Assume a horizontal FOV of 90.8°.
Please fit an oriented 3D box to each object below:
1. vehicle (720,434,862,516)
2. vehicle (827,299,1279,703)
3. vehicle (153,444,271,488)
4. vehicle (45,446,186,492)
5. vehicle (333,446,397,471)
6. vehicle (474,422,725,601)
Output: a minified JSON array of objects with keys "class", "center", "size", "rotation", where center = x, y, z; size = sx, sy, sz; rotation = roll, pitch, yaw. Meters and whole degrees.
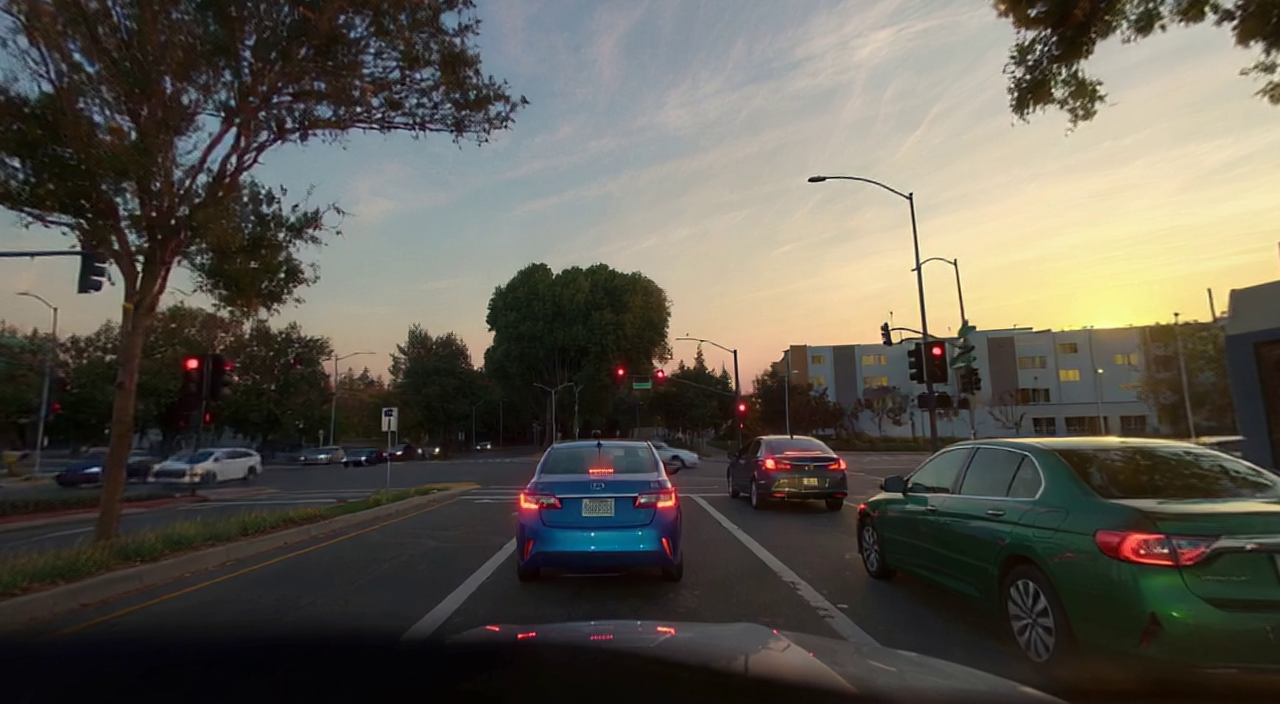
[{"class":"vehicle","center":[3.160,2.677,14.322],"size":[2.026,1.549,4.559],"rotation":[0,-8,-1]},{"class":"vehicle","center":[3.582,1.106,5.067],"size":[2.572,1.945,5.065],"rotation":[0,-8,0]},{"class":"vehicle","center":[-17.990,4.774,26.844],"size":[1.976,1.667,4.274],"rotation":[0,-8,1]},{"class":"vehicle","center":[-21.705,4.819,26.444],"size":[1.935,1.701,4.590],"rotation":[0,-8,0]},{"class":"vehicle","center":[-18.032,6.968,41.665],"size":[2.130,1.550,4.618],"rotation":[0,-8,0]},{"class":"vehicle","center":[-0.367,1.654,7.405],"size":[2.143,1.520,3.848],"rotation":[0,-8,-1]}]
